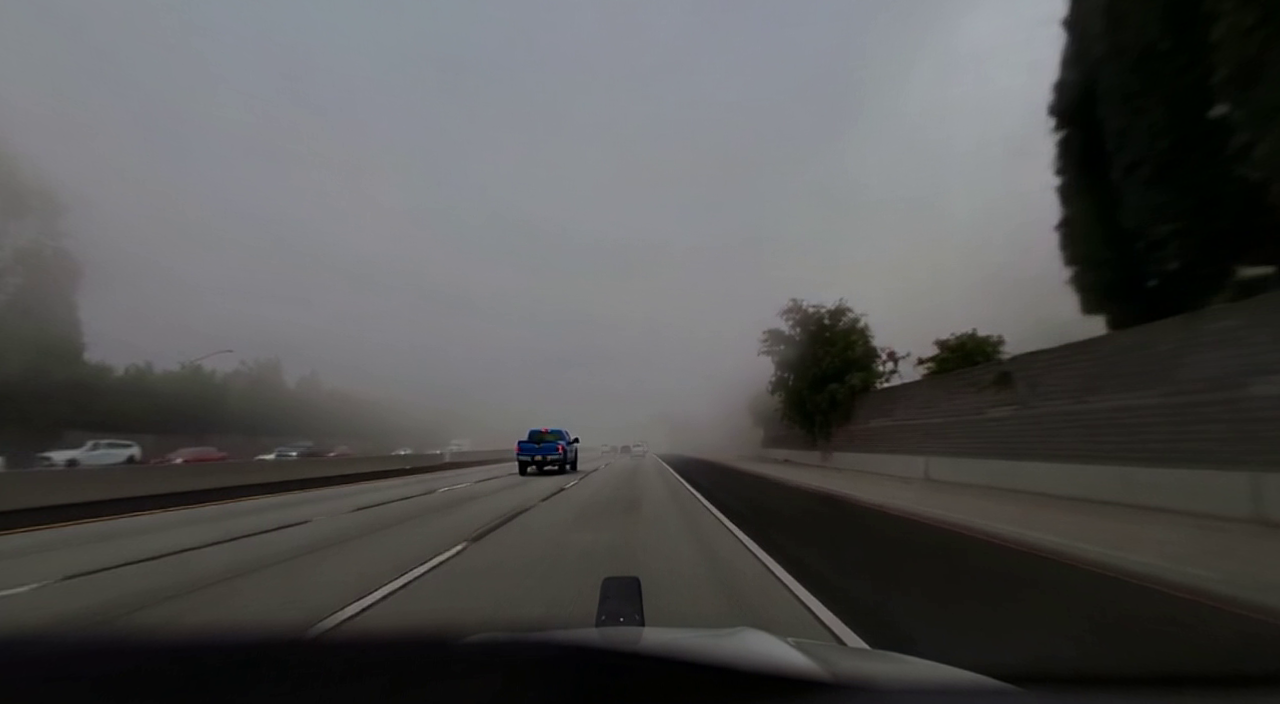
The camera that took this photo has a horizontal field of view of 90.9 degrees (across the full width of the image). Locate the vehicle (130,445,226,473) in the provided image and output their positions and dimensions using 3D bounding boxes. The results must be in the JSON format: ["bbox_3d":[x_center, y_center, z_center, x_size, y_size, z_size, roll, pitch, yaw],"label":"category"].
[{"bbox_3d":[-33.330,7.712,45.779,2.336,1.869,6.038,0,-8,1],"label":"vehicle"}]

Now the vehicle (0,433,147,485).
[{"bbox_3d":[-37.028,6.585,39.475,3.018,2.872,11.579,-1,-8,0],"label":"vehicle"}]

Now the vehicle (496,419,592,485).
[{"bbox_3d":[-3.476,3.823,24.364,2.604,2.170,6.271,0,-8,1],"label":"vehicle"}]
